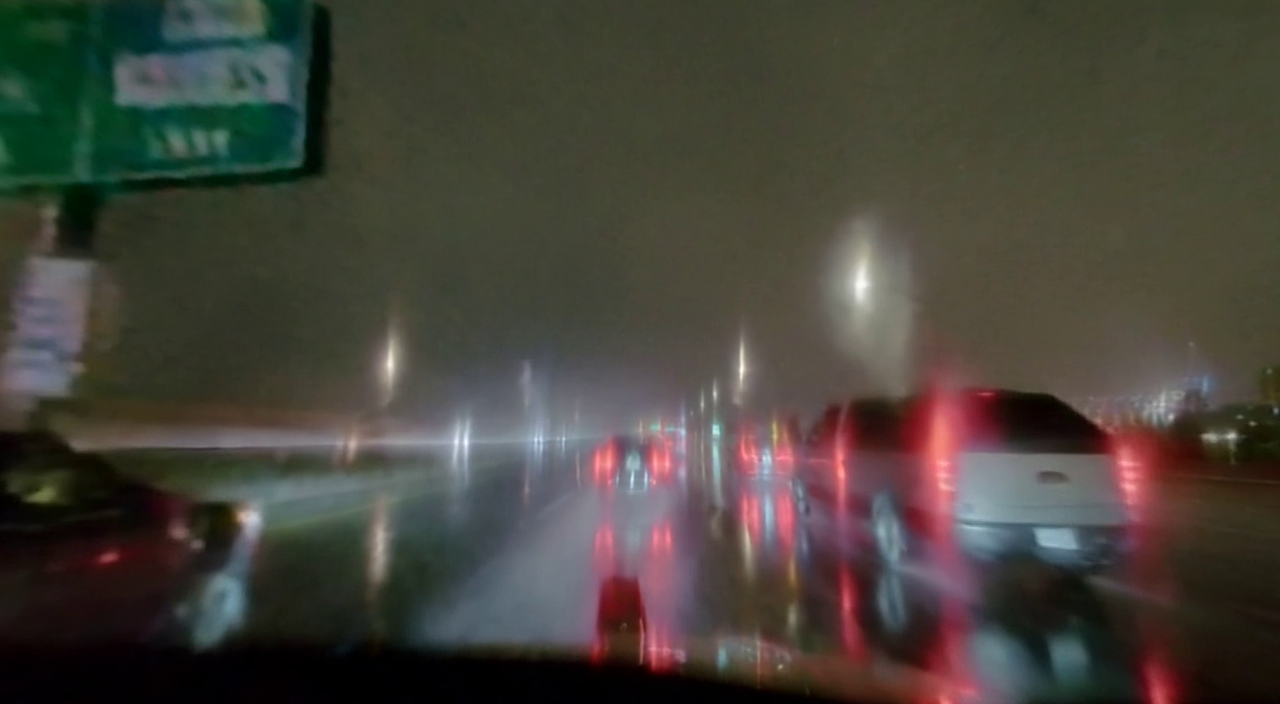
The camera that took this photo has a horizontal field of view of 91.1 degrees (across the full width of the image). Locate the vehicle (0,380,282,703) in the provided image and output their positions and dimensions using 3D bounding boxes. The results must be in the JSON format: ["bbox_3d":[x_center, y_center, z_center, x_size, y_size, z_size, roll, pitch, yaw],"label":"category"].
[{"bbox_3d":[-3.930,0.846,2.586,2.011,1.510,4.698,0,-8,2],"label":"vehicle"}]

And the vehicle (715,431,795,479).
[{"bbox_3d":[4.161,3.814,23.541,2.210,1.625,4.249,0,-8,0],"label":"vehicle"}]

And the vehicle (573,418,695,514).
[{"bbox_3d":[-0.074,2.272,13.001,2.099,1.640,4.134,0,-8,1],"label":"vehicle"}]

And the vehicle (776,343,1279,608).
[{"bbox_3d":[3.696,1.361,7.889,2.732,2.065,5.826,0,-8,1],"label":"vehicle"}]
